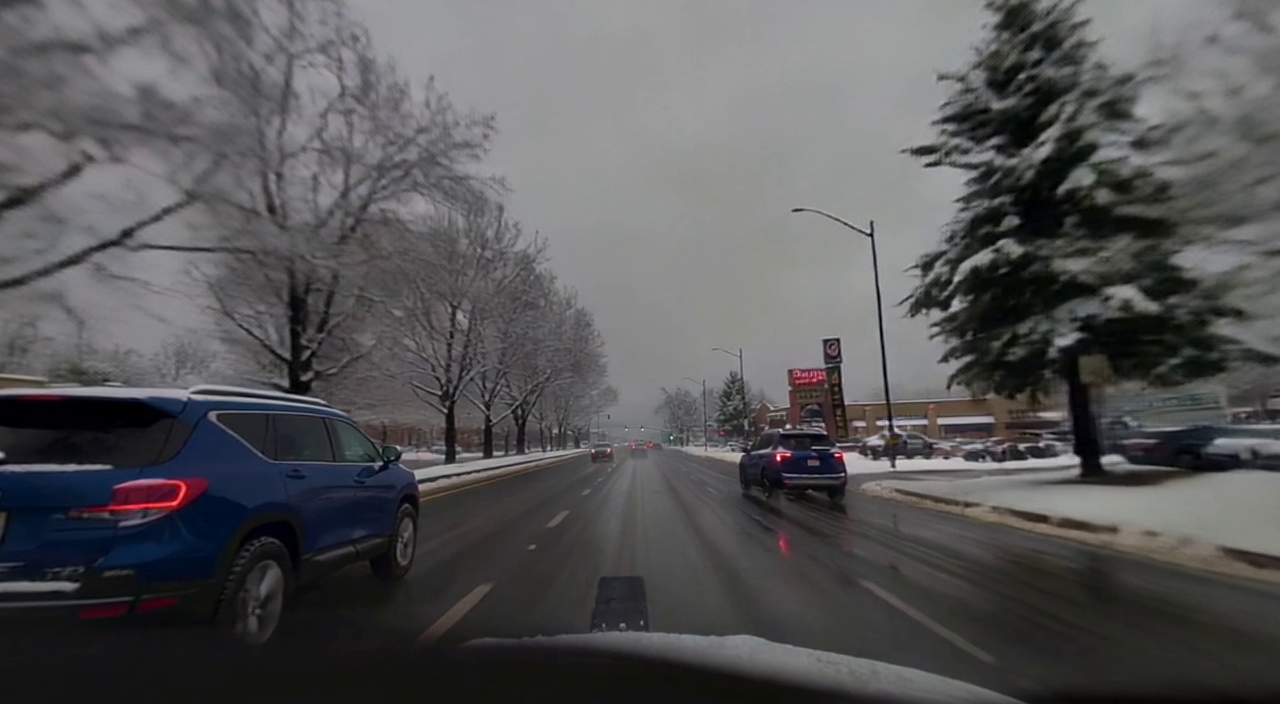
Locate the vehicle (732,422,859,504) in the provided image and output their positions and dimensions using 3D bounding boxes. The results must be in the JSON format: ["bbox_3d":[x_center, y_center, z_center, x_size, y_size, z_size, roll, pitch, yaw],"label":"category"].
[{"bbox_3d":[3.737,2.767,16.084,2.024,1.773,4.431,0,-8,-1],"label":"vehicle"}]

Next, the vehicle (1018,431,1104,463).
[{"bbox_3d":[24.884,5.632,37.494,1.910,1.785,4.862,0,-8,2],"label":"vehicle"}]

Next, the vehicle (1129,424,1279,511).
[{"bbox_3d":[13.253,2.361,13.177,1.880,1.671,5.180,-1,-8,0],"label":"vehicle"}]

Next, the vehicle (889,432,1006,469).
[{"bbox_3d":[14.993,4.836,30.967,4.647,1.725,1.991,0,-8,1],"label":"vehicle"}]

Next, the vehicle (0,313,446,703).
[{"bbox_3d":[-3.534,1.114,5.386,2.210,1.925,4.838,0,-8,0],"label":"vehicle"}]
